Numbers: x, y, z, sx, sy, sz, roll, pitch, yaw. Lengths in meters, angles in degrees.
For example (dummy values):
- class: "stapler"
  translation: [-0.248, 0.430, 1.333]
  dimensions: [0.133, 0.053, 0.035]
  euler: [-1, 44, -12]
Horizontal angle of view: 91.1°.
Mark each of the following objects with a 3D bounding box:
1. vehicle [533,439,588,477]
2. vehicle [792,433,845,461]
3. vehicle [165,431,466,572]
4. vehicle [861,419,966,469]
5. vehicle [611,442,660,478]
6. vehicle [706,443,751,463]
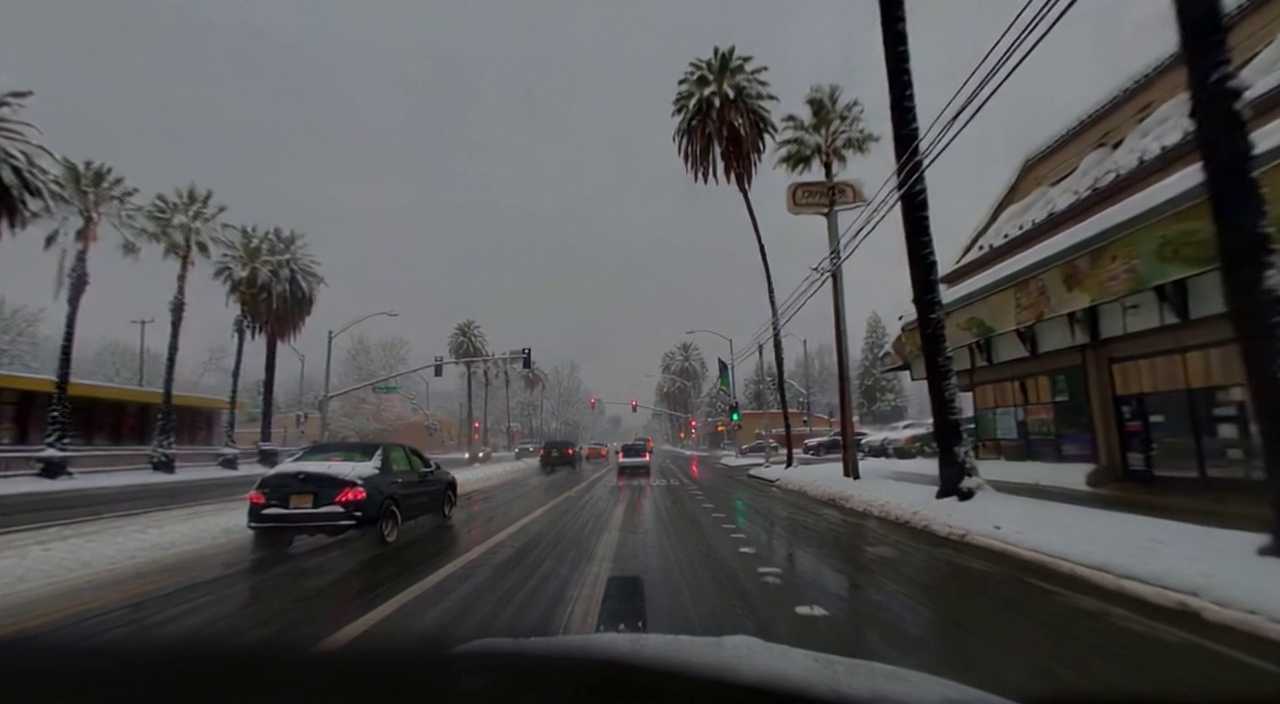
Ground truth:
- class: "vehicle"
  translation: [-3.683, 4.986, 29.725]
  dimensions: [1.979, 1.634, 3.957]
  euler: [-1, -8, 2]
- class: "vehicle"
  translation: [11.264, 6.028, 39.910]
  dimensions: [1.982, 1.623, 4.211]
  euler: [0, -8, -2]
- class: "vehicle"
  translation: [-4.150, 1.948, 9.079]
  dimensions: [1.904, 1.513, 4.410]
  euler: [0, -8, 1]
- class: "vehicle"
  translation: [11.213, 3.825, 26.282]
  dimensions: [2.111, 1.875, 5.301]
  euler: [0, -8, 1]
- class: "vehicle"
  translation: [-0.142, 4.888, 28.615]
  dimensions: [2.094, 1.496, 4.070]
  euler: [0, -8, 1]
- class: "vehicle"
  translation: [6.813, 7.710, 48.090]
  dimensions: [2.059, 1.486, 3.980]
  euler: [-5, -9, 30]
